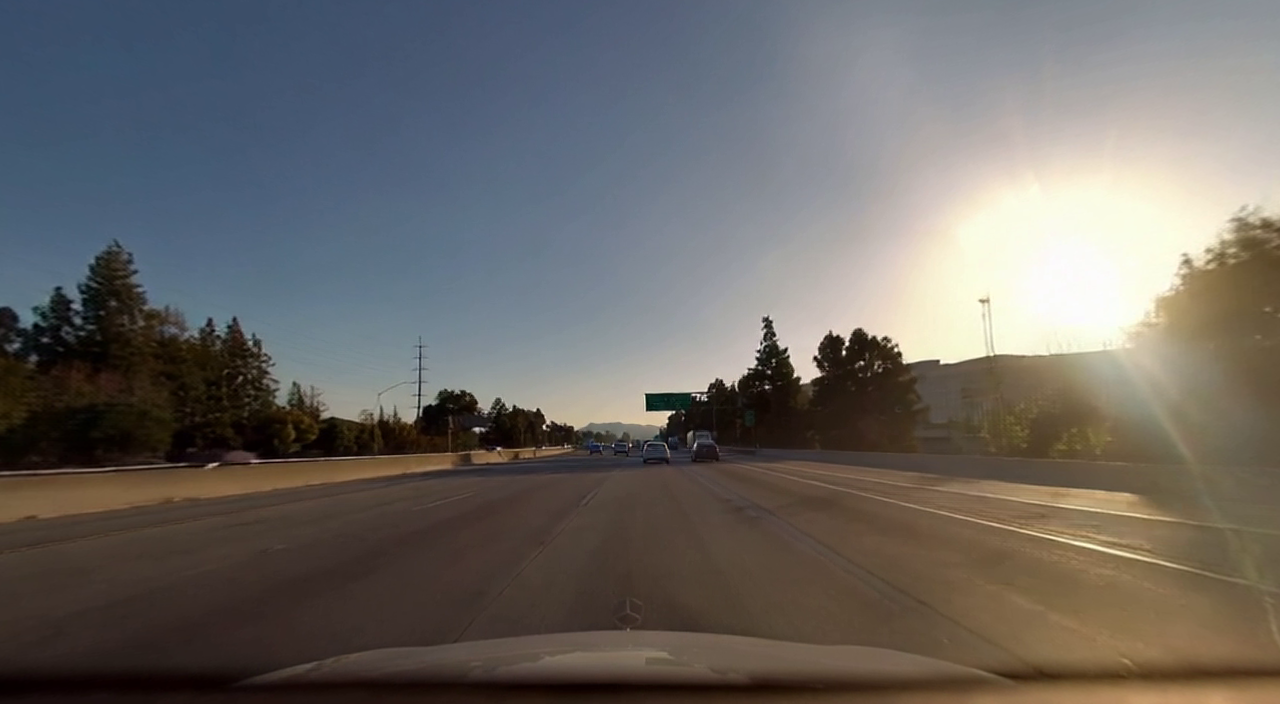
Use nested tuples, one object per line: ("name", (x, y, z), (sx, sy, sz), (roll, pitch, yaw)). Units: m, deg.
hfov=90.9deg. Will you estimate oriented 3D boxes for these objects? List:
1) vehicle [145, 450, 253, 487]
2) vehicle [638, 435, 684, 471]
("vehicle", (-21.471, 5.657, 31.000), (1.967, 1.650, 4.627), (0, -8, 0))
("vehicle", (1.038, 5.395, 33.840), (2.260, 1.766, 4.348), (0, -8, 0))
